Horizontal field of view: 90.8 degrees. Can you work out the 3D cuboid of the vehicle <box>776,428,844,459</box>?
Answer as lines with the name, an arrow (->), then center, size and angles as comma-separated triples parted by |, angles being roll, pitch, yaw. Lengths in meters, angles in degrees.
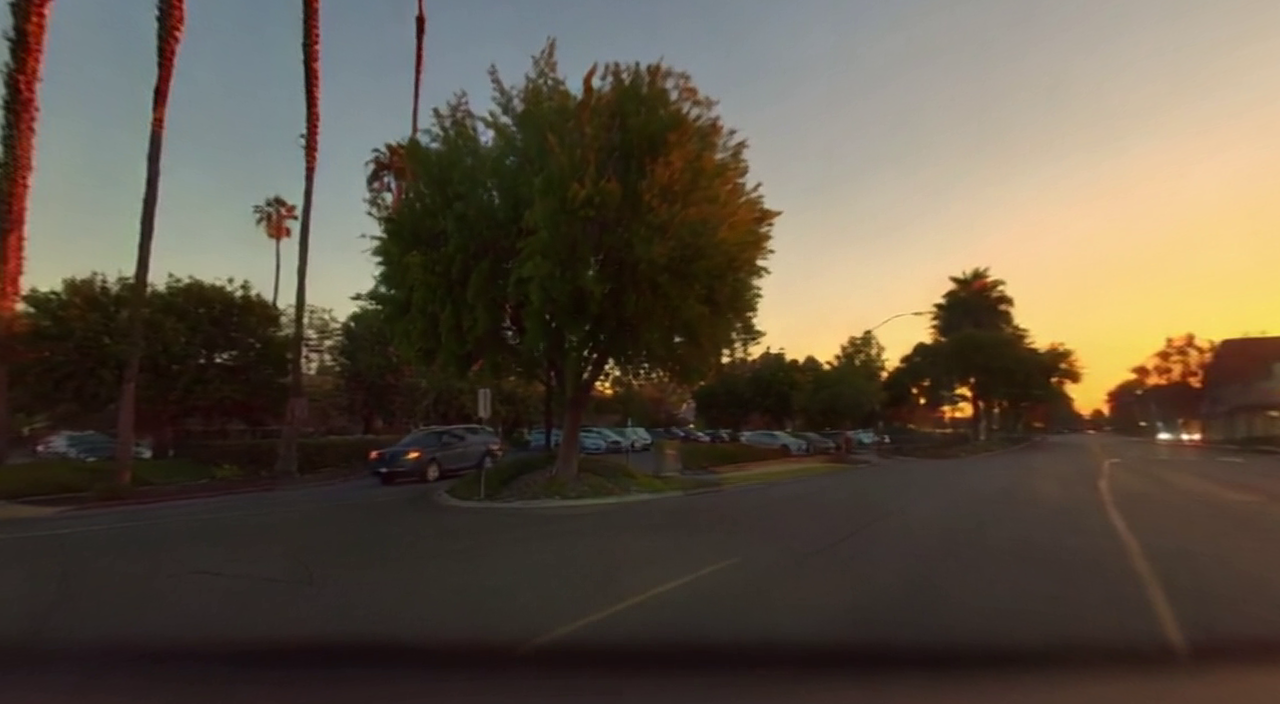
vehicle -> 10.387, 5.534, 38.575 | 3.635, 1.521, 1.726 | 0, -4, 29

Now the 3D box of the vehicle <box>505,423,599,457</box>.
vehicle -> -5.090, 5.039, 36.336 | 5.193, 1.830, 2.049 | -4, -9, 30

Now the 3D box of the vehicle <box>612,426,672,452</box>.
vehicle -> 0.116, 6.237, 45.558 | 3.928, 1.784, 1.895 | -4, -9, 31

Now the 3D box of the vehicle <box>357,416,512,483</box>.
vehicle -> -6.446, 3.097, 20.501 | 2.174, 1.863, 4.651 | -3, -8, 23

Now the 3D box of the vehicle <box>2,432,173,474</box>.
vehicle -> -22.099, 4.029, 25.514 | 1.919, 1.502, 4.695 | -4, -9, 28
